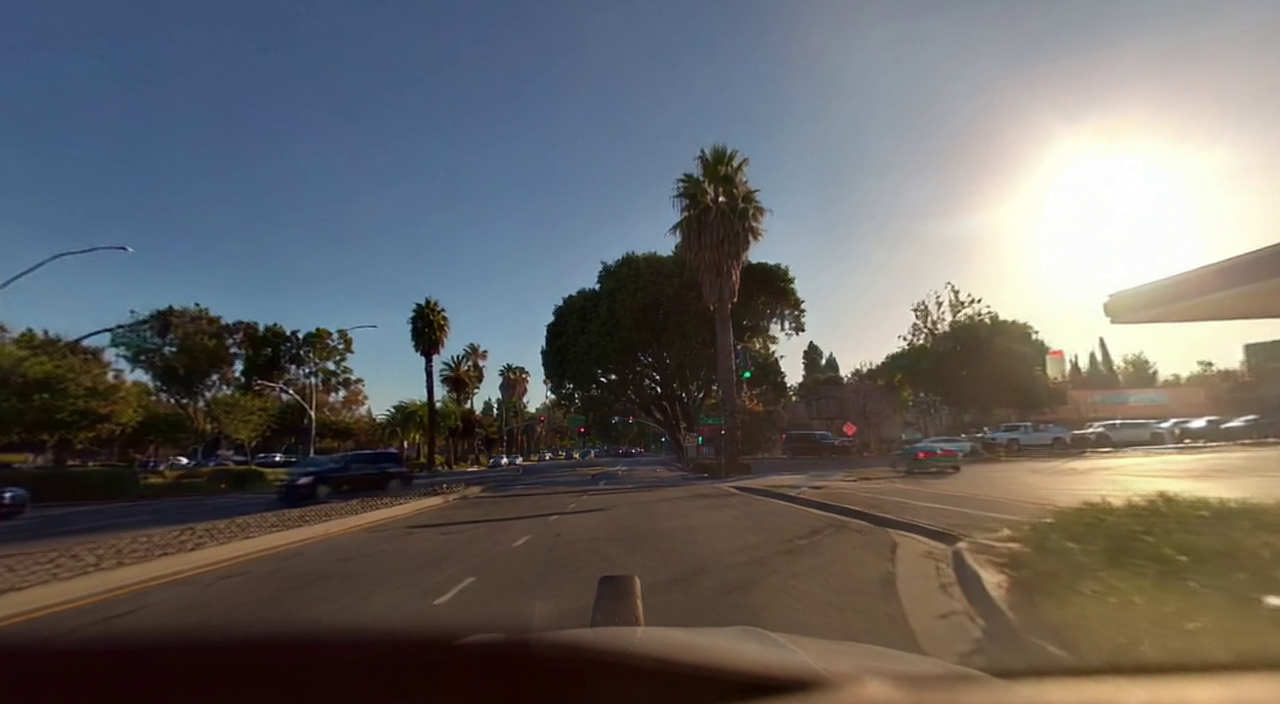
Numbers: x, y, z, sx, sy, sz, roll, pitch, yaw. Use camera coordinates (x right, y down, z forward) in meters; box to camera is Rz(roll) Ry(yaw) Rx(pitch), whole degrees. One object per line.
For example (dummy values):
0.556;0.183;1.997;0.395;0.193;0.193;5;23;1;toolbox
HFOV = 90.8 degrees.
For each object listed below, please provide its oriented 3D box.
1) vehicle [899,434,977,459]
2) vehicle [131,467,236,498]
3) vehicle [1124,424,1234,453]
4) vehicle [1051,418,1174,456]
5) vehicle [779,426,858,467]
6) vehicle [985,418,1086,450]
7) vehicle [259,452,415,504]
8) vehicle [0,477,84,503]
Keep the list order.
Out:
21.635;6.859;45.954;4.578;1.756;2.042;1;-9;-5;vehicle
-25.603;7.319;35.528;4.407;1.565;1.861;0;-9;2;vehicle
30.360;4.902;35.681;4.286;1.519;2.070;-1;-9;-3;vehicle
30.334;5.498;40.696;6.052;2.171;2.511;-1;-8;-7;vehicle
13.320;7.222;48.331;2.944;2.783;10.332;0;-9;-1;vehicle
28.941;6.060;46.417;5.625;2.303;2.592;0;-9;2;vehicle
-10.002;4.145;21.369;1.920;1.496;4.763;-3;-9;19;vehicle
-37.828;8.612;39.473;4.182;1.452;1.954;0;-9;-1;vehicle
